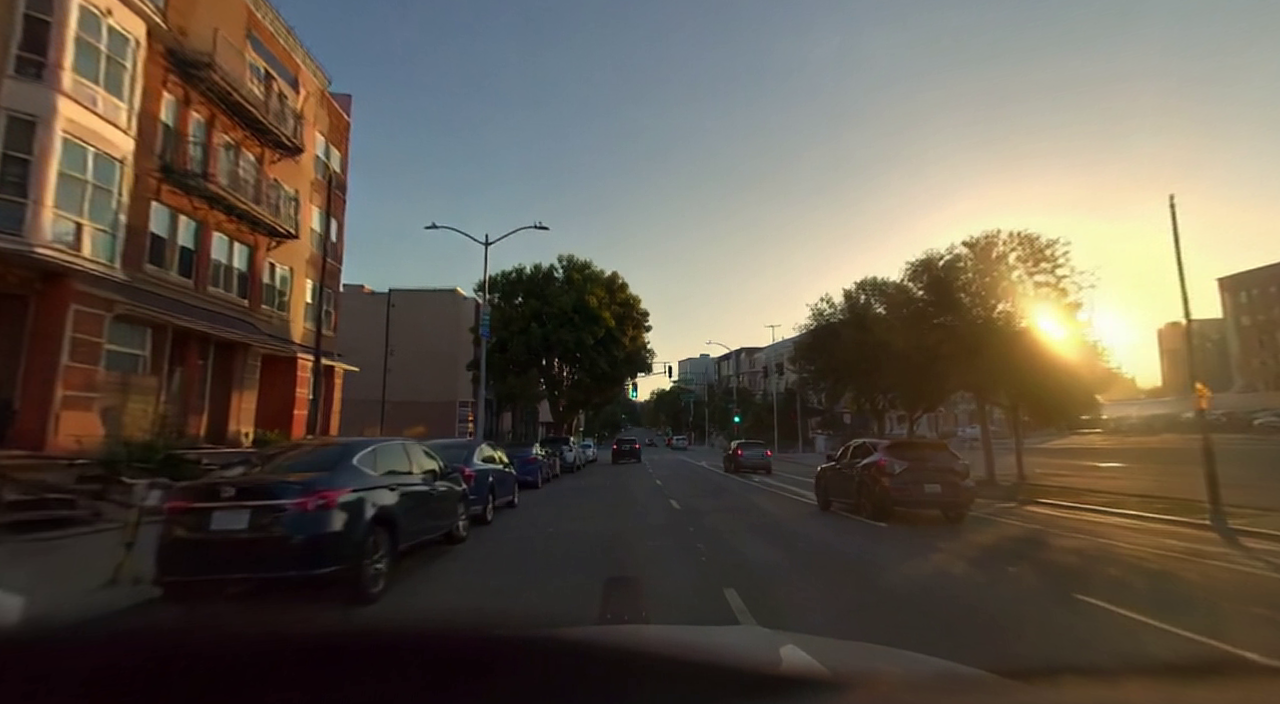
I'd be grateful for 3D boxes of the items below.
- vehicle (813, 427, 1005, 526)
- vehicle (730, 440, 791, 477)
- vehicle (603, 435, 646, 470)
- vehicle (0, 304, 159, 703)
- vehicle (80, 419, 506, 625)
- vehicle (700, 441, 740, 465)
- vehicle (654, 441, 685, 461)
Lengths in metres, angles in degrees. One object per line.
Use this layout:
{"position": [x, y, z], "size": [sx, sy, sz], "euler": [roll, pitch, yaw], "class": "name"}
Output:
{"position": [4.985, 2.353, 12.448], "size": [1.891, 1.599, 4.173], "euler": [0, -8, -1], "class": "vehicle"}
{"position": [5.085, 4.540, 27.007], "size": [1.799, 1.463, 3.464], "euler": [0, -8, -2], "class": "vehicle"}
{"position": [-0.741, 5.238, 33.021], "size": [2.122, 1.689, 3.885], "euler": [0, -8, 0], "class": "vehicle"}
{"position": [-3.446, 0.470, 0.416], "size": [2.187, 1.819, 5.101], "euler": [0, -8, 0], "class": "vehicle"}
{"position": [-3.081, 1.614, 7.165], "size": [2.121, 1.490, 4.910], "euler": [0, -8, -1], "class": "vehicle"}
{"position": [5.157, 6.579, 41.175], "size": [1.917, 1.467, 4.452], "euler": [0, -8, -1], "class": "vehicle"}
{"position": [2.203, 7.573, 48.414], "size": [2.182, 1.450, 4.013], "euler": [0, -8, -1], "class": "vehicle"}
